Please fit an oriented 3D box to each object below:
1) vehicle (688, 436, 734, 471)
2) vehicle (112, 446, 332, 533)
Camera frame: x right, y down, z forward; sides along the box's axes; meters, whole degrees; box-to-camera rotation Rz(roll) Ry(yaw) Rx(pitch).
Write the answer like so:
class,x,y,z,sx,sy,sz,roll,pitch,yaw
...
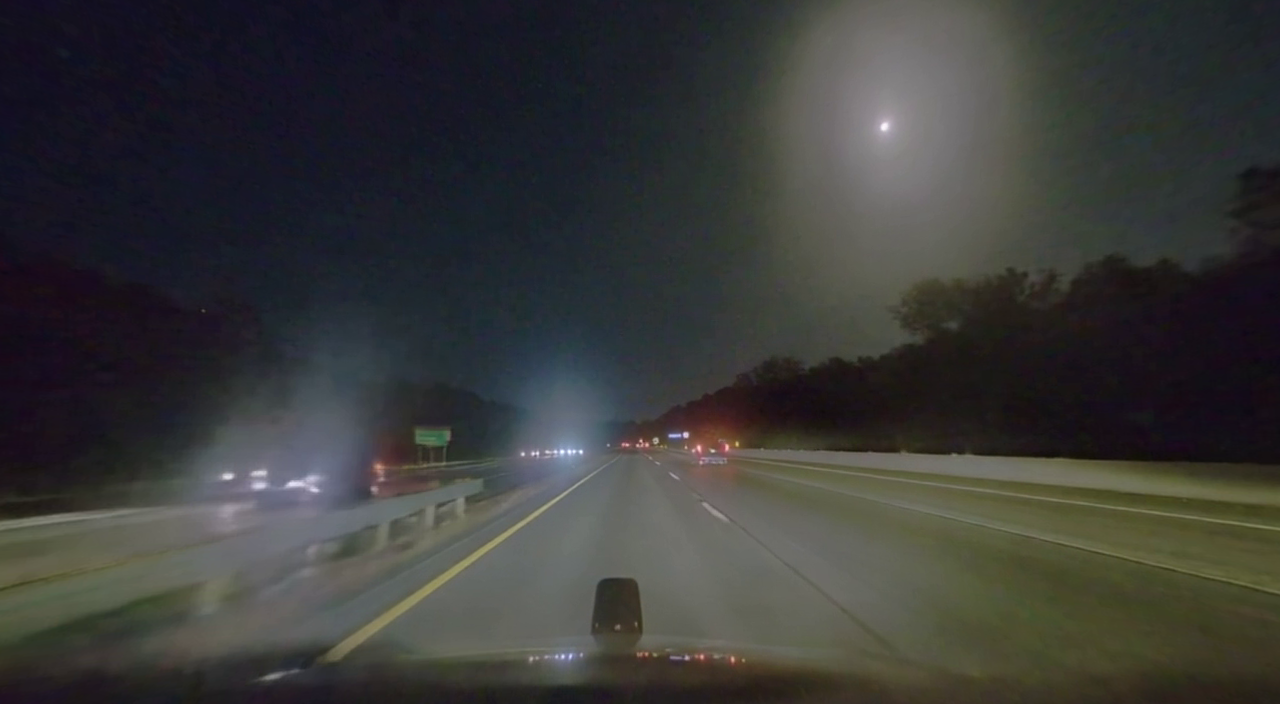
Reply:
class,x,y,z,sx,sy,sz,roll,pitch,yaw
vehicle,3.488,5.087,31.550,1.972,1.614,4.025,-1,-9,2
vehicle,-8.941,2.917,13.978,1.950,1.587,4.308,0,-9,-1
